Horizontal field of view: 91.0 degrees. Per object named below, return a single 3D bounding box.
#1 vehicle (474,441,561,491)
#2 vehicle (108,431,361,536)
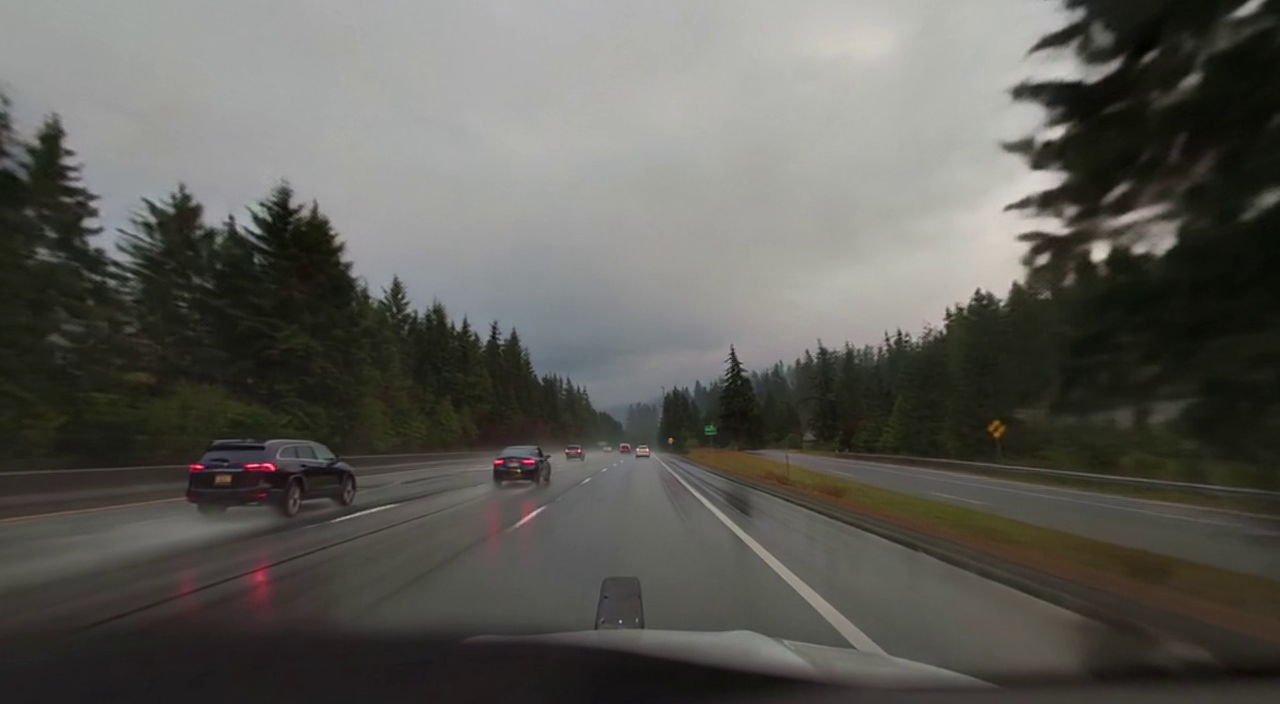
[{"bbox_3d":[-4.184,3.979,22.331,2.104,1.558,4.639,0,-9,1],"label":"vehicle"},{"bbox_3d":[-7.311,2.380,12.012,2.007,1.616,4.141,0,-9,1],"label":"vehicle"}]
